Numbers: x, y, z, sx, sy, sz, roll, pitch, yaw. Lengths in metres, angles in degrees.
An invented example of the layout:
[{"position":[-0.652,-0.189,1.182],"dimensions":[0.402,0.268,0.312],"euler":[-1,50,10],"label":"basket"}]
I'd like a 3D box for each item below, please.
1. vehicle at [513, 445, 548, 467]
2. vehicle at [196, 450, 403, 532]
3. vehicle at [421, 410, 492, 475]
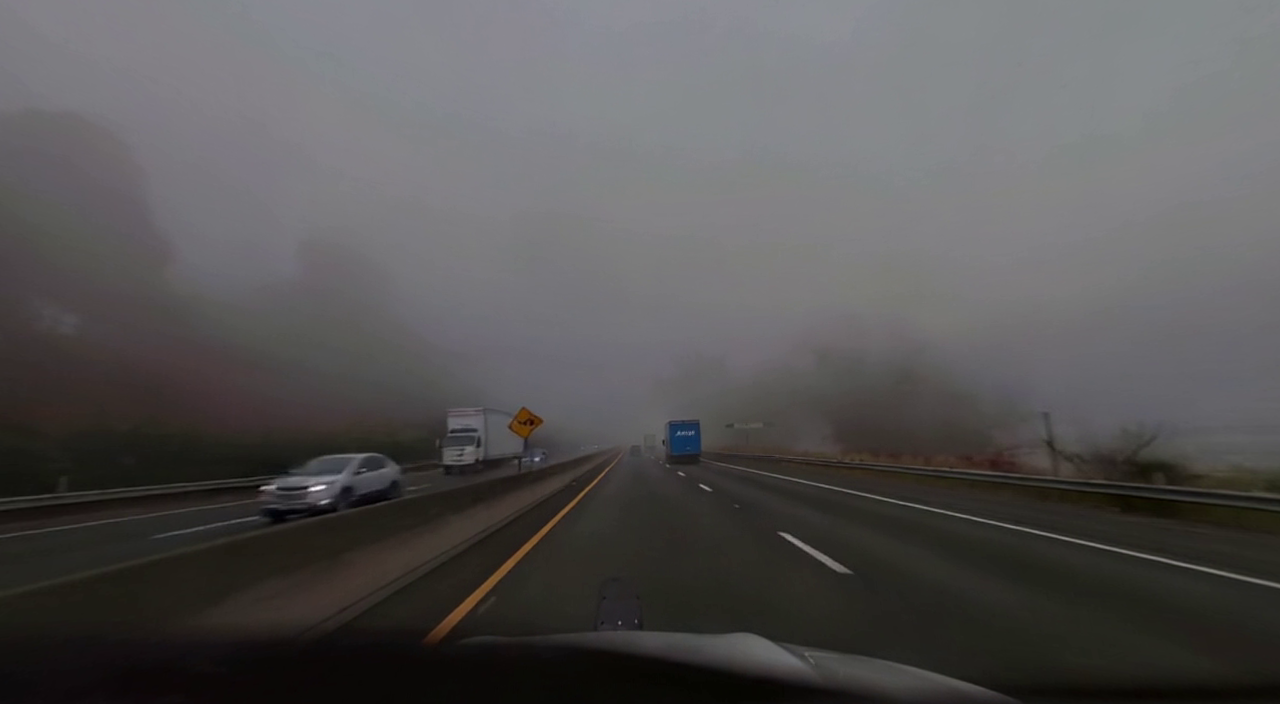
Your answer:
[{"position":[-8.286,7.897,47.968],"dimensions":[1.891,1.534,4.239],"euler":[0,-9,0],"label":"vehicle"},{"position":[-7.255,2.963,14.142],"dimensions":[1.992,1.492,4.794],"euler":[0,-9,0],"label":"vehicle"},{"position":[-12.237,6.140,42.600],"dimensions":[2.994,4.015,6.170],"euler":[0,-9,-1],"label":"vehicle"}]
